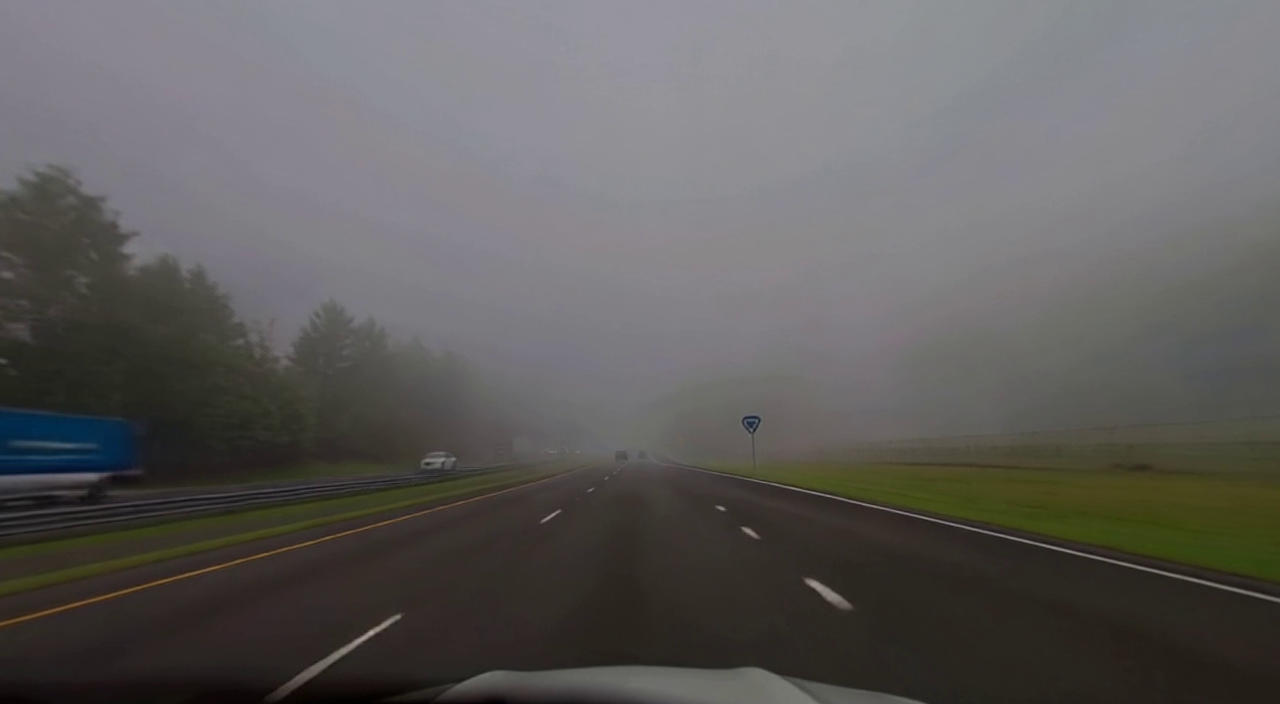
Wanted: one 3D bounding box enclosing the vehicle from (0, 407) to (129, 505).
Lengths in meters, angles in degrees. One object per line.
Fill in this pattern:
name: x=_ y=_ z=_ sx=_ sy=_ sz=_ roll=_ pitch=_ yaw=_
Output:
vehicle: x=-22.605 y=3.485 z=21.067 sx=2.851 sy=3.200 sz=9.549 roll=0 pitch=-9 yaw=1
